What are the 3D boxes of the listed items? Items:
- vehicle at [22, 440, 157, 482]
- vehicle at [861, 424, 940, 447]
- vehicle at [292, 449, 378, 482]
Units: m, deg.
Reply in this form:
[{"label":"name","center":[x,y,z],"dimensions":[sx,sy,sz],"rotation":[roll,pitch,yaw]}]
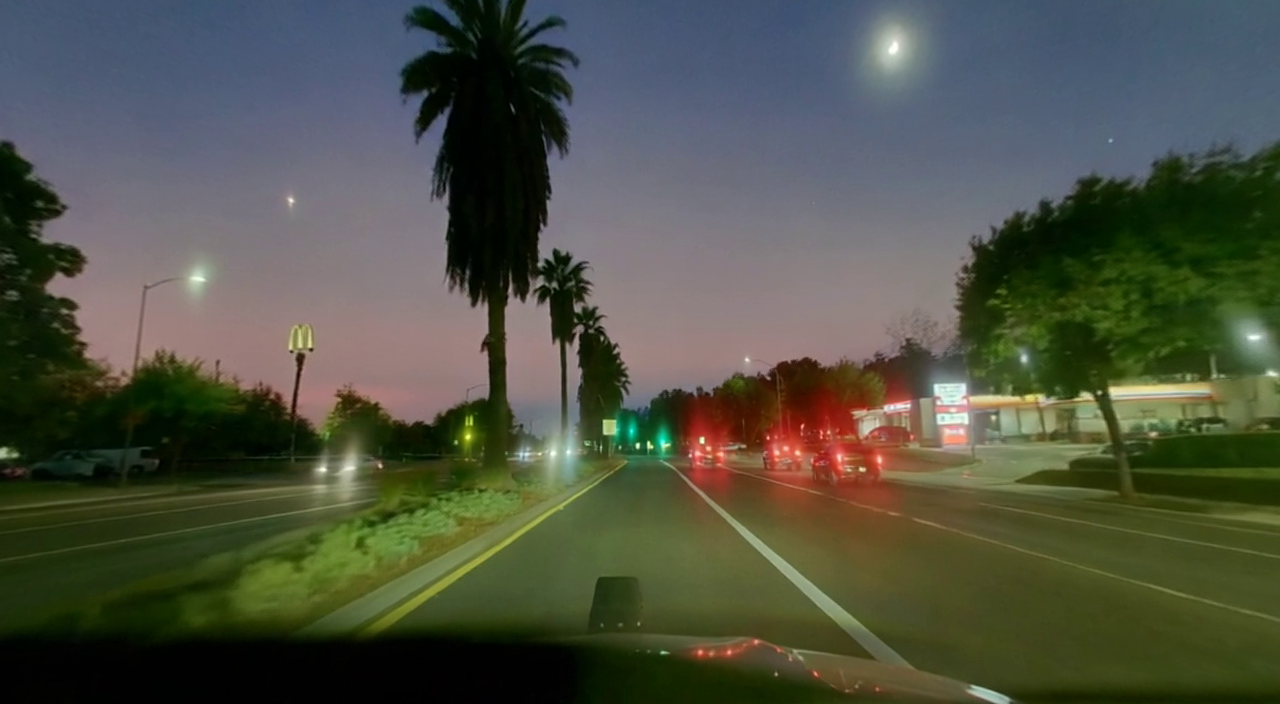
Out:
[{"label":"vehicle","center":[-32.675,6.661,37.831],"dimensions":[2.415,2.234,6.082],"rotation":[-2,-12,2]},{"label":"vehicle","center":[18.906,6.095,45.957],"dimensions":[4.649,1.662,2.349],"rotation":[0,-8,1]},{"label":"vehicle","center":[-16.786,6.223,35.060],"dimensions":[2.167,1.622,5.184],"rotation":[0,-8,0]}]
